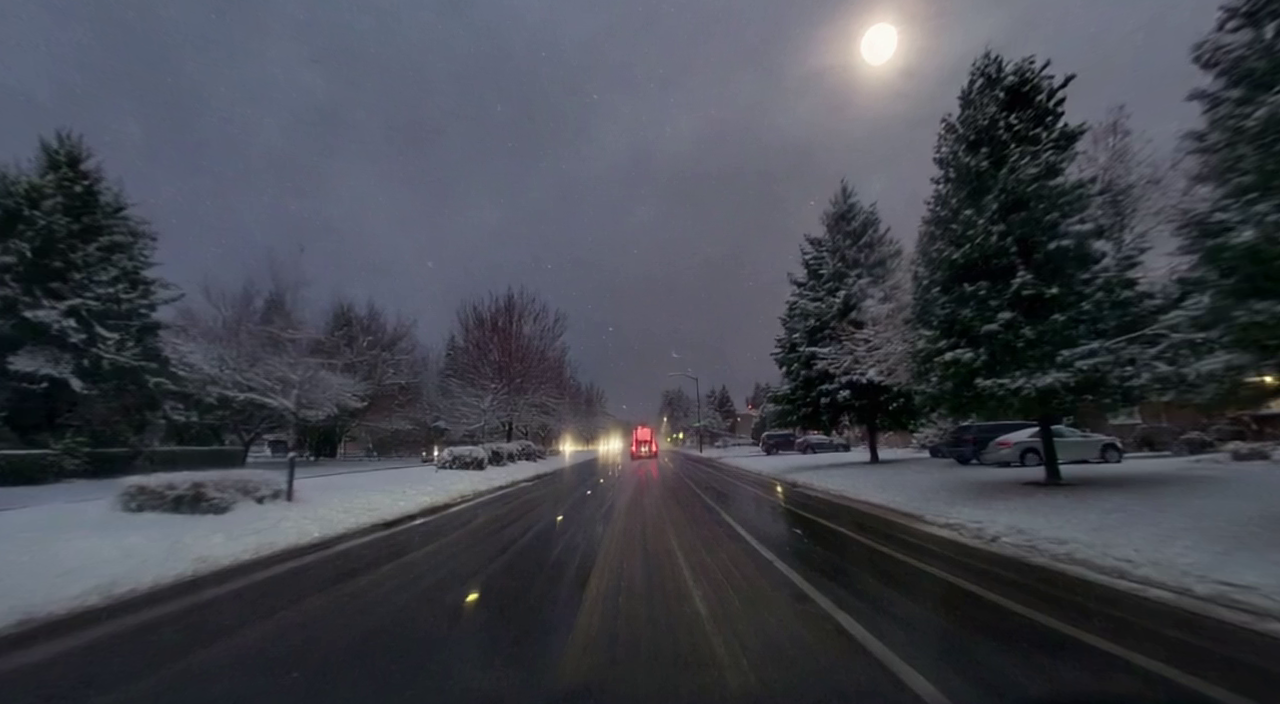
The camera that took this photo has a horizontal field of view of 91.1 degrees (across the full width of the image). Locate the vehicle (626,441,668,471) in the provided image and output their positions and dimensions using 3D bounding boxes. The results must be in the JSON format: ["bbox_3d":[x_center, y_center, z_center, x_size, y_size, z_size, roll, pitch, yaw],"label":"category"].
[{"bbox_3d":[0.368,5.501,33.355,2.054,1.456,4.003,0,-8,1],"label":"vehicle"}]

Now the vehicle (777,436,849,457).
[{"bbox_3d":[12.739,6.962,46.370,4.787,1.494,1.887,0,-8,0],"label":"vehicle"}]

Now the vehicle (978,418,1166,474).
[{"bbox_3d":[13.577,2.952,19.962,4.447,1.519,1.955,-2,-6,1],"label":"vehicle"}]
